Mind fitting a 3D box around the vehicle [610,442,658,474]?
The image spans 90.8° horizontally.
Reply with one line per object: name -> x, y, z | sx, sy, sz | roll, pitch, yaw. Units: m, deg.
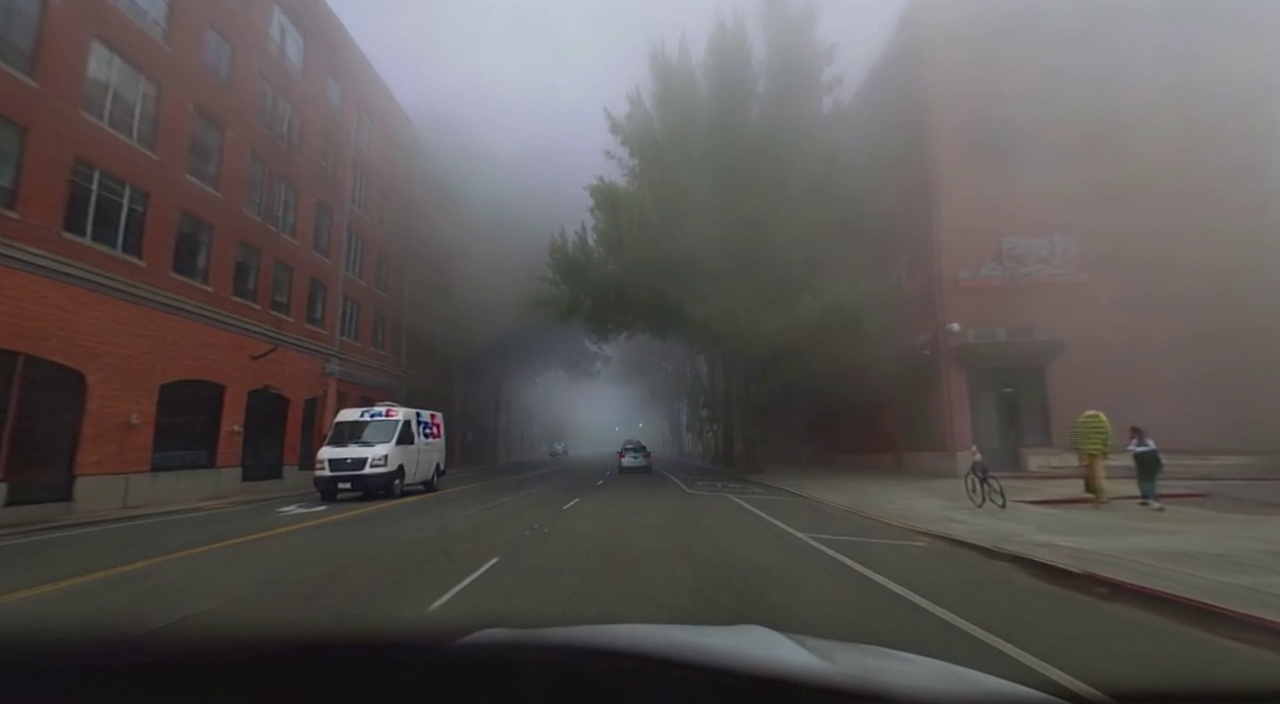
vehicle -> -0.411, 5.568, 33.466 | 2.356, 1.572, 4.810 | 0, -9, -3

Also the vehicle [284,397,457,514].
vehicle -> -7.015, 2.772, 17.377 | 2.418, 2.620, 5.522 | -1, -8, -2
